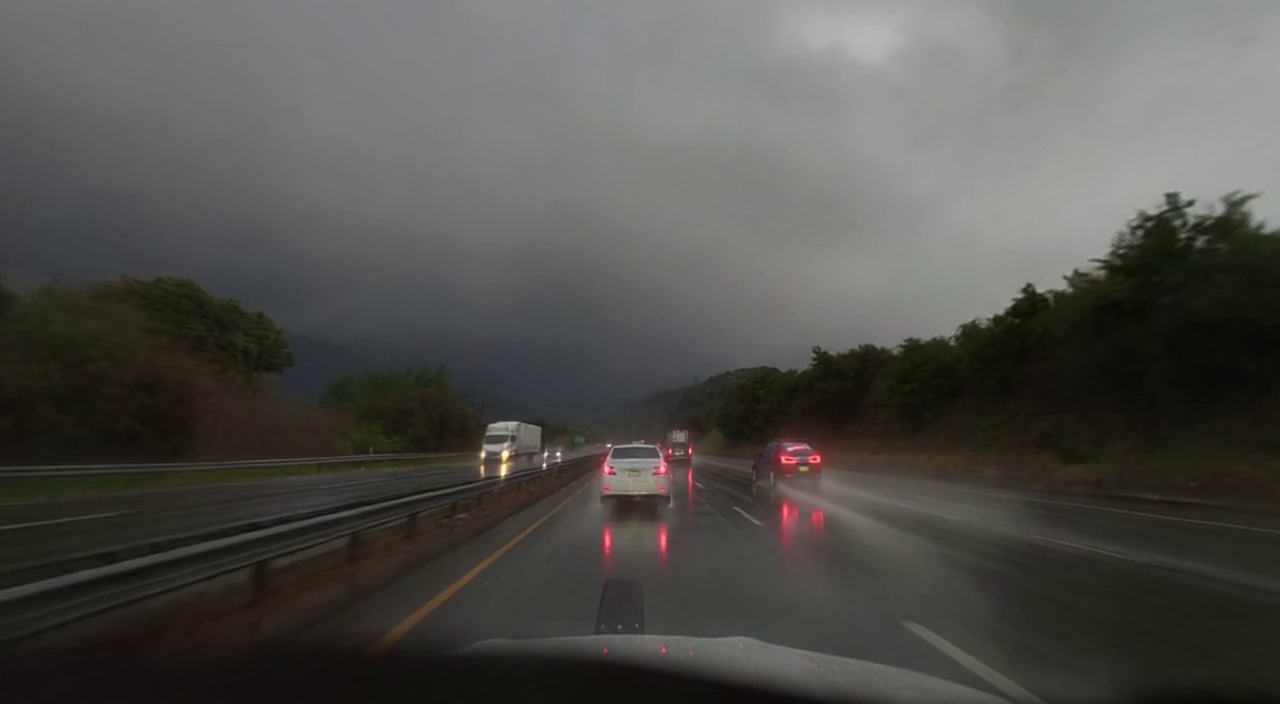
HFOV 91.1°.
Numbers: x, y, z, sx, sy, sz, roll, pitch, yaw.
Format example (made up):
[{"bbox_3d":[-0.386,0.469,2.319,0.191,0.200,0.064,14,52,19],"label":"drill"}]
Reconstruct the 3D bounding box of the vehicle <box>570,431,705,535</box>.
[{"bbox_3d":[-0.077,2.322,11.657,2.088,1.580,3.657,0,-9,-1],"label":"vehicle"}]

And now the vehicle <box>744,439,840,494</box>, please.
[{"bbox_3d":[4.631,3.537,19.783,1.931,1.516,3.995,0,-9,-1],"label":"vehicle"}]
